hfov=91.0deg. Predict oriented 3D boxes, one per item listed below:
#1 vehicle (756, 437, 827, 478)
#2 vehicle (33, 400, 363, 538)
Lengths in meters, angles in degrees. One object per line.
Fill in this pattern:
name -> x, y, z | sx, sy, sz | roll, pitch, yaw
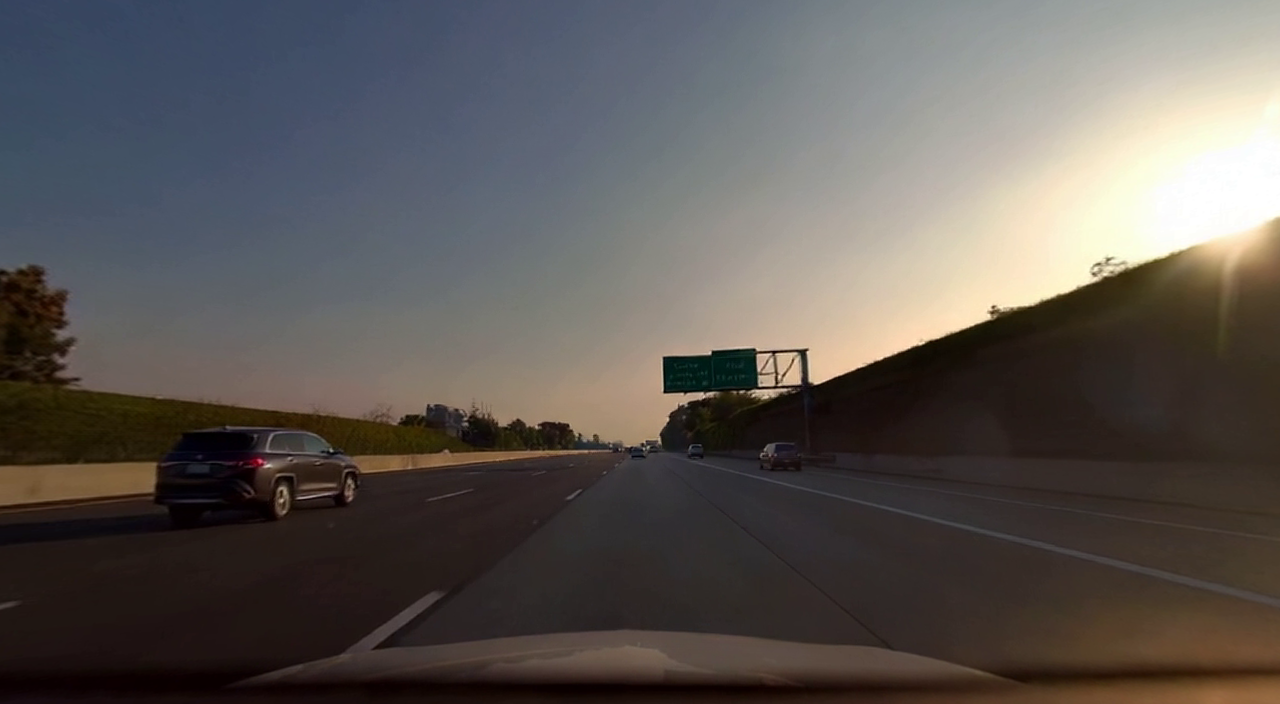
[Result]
vehicle -> 7.017, 4.953, 29.681 | 2.167, 1.781, 4.340 | 0, -9, -1
vehicle -> -7.654, 2.118, 11.906 | 2.431, 2.005, 5.166 | 0, -9, 0
